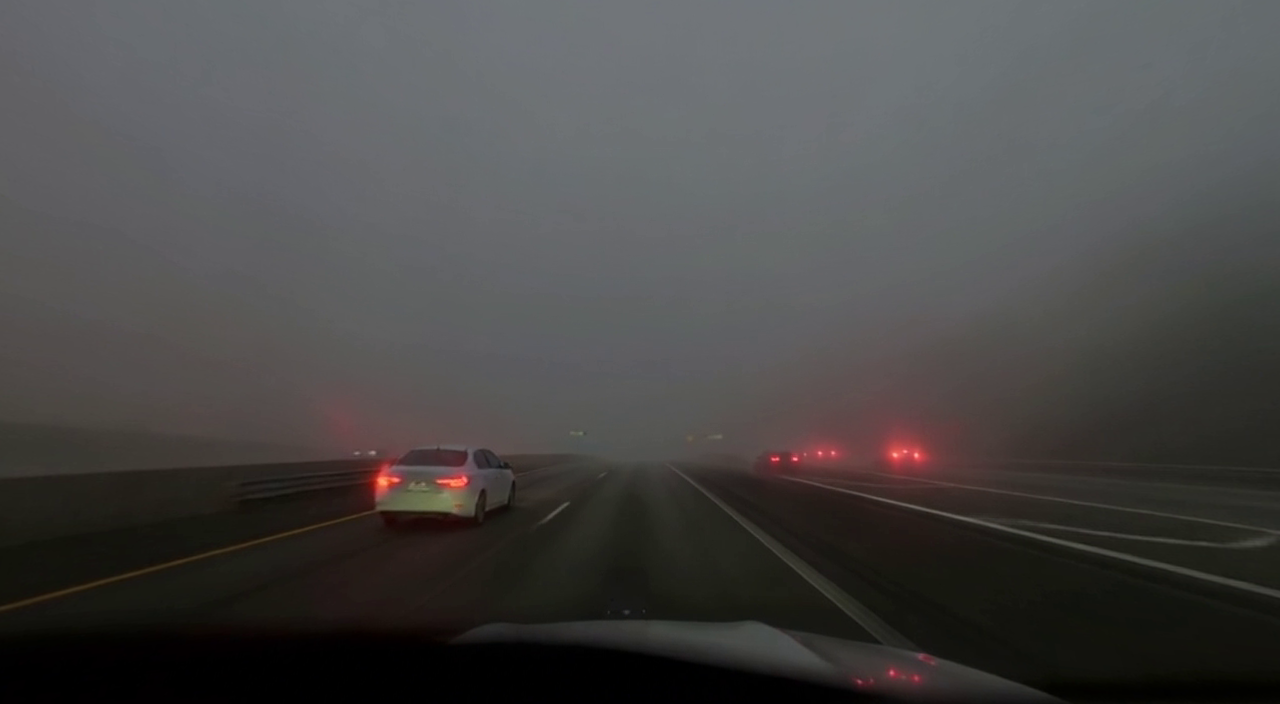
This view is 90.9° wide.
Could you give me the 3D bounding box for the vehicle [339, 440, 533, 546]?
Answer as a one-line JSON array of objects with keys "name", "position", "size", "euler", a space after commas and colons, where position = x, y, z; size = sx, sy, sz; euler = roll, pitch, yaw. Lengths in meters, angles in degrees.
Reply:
[{"name": "vehicle", "position": [-3.275, 2.317, 11.052], "size": [1.968, 1.504, 3.892], "euler": [0, -8, 2]}]
